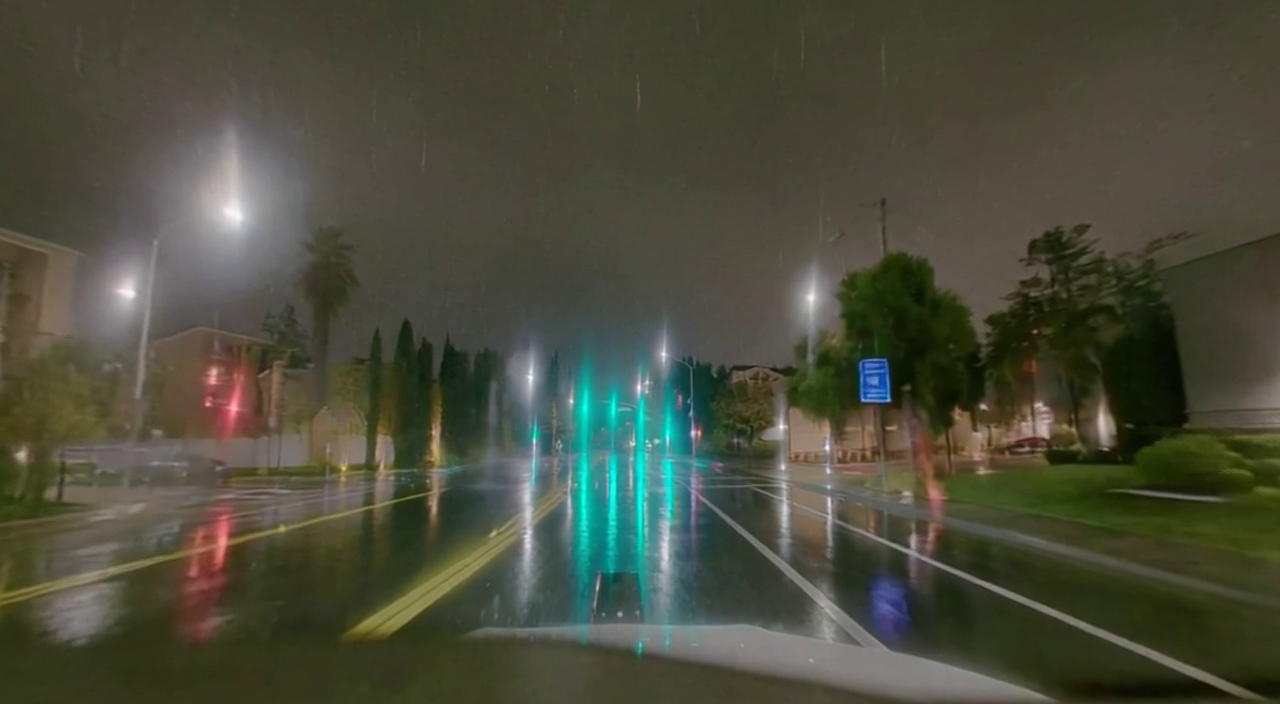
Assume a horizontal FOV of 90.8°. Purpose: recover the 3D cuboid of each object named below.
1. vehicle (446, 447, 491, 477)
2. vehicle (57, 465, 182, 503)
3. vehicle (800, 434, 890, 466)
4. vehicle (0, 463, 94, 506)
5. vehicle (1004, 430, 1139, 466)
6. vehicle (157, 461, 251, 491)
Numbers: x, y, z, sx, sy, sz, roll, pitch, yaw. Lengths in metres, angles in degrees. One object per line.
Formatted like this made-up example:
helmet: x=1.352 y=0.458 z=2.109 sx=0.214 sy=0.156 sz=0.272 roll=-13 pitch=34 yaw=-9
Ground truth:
vehicle: x=-12.636 y=8.077 z=46.728 sx=1.949 sy=1.855 sz=4.599 roll=-4 pitch=-7 yaw=1
vehicle: x=-22.409 y=5.682 z=27.310 sx=3.687 sy=1.465 sz=1.855 roll=0 pitch=-8 yaw=-1
vehicle: x=11.672 y=5.605 z=36.161 sx=4.406 sy=1.738 sz=2.020 roll=0 pitch=-8 yaw=0
vehicle: x=-26.946 y=5.706 z=27.344 sx=4.711 sy=1.671 sz=2.035 roll=0 pitch=-8 yaw=0
vehicle: x=18.645 y=4.144 z=27.473 sx=4.400 sy=1.442 sz=1.970 roll=0 pitch=-7 yaw=2
vehicle: x=-25.801 y=7.323 z=37.493 sx=4.185 sy=1.550 sz=1.937 roll=-1 pitch=-6 yaw=3
